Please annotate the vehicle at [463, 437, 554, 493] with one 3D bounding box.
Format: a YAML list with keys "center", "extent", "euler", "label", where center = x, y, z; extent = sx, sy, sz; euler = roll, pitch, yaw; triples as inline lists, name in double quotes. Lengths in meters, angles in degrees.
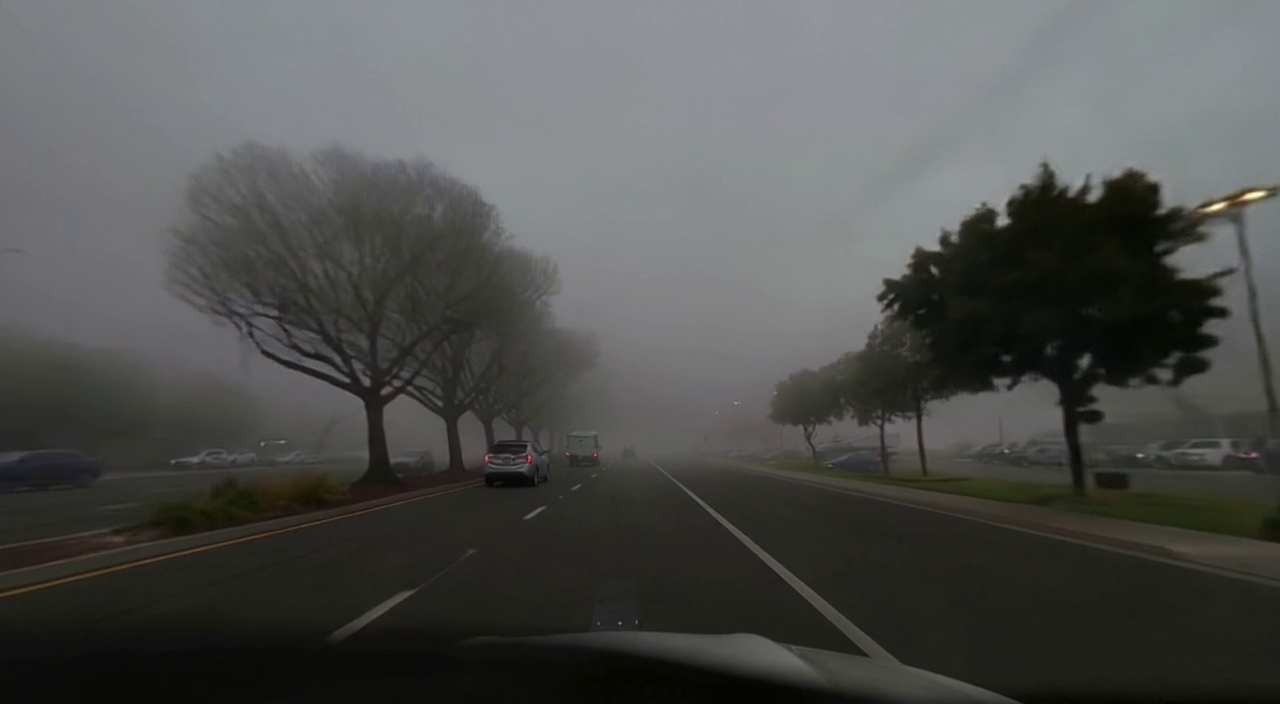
- center: [-4.256, 3.728, 21.149]
  extent: [2.109, 1.672, 4.256]
  euler: [0, -9, 0]
  label: "vehicle"

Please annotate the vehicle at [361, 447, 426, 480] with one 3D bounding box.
- center: [-12.487, 5.639, 32.169]
  extent: [1.760, 1.567, 3.930]
  euler: [0, -9, -1]
  label: "vehicle"

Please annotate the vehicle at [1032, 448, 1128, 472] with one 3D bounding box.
- center: [28.880, 7.097, 41.395]
  extent: [4.754, 1.499, 1.955]
  euler: [0, -9, 2]
  label: "vehicle"

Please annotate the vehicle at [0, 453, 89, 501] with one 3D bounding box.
- center: [-23.002, 4.541, 23.120]
  extent: [1.836, 1.582, 4.075]
  euler: [0, -9, -2]
  label: "vehicle"

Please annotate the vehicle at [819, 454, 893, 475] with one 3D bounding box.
- center: [16.172, 8.450, 47.302]
  extent: [4.723, 1.466, 2.085]
  euler: [0, -9, -1]
  label: "vehicle"
